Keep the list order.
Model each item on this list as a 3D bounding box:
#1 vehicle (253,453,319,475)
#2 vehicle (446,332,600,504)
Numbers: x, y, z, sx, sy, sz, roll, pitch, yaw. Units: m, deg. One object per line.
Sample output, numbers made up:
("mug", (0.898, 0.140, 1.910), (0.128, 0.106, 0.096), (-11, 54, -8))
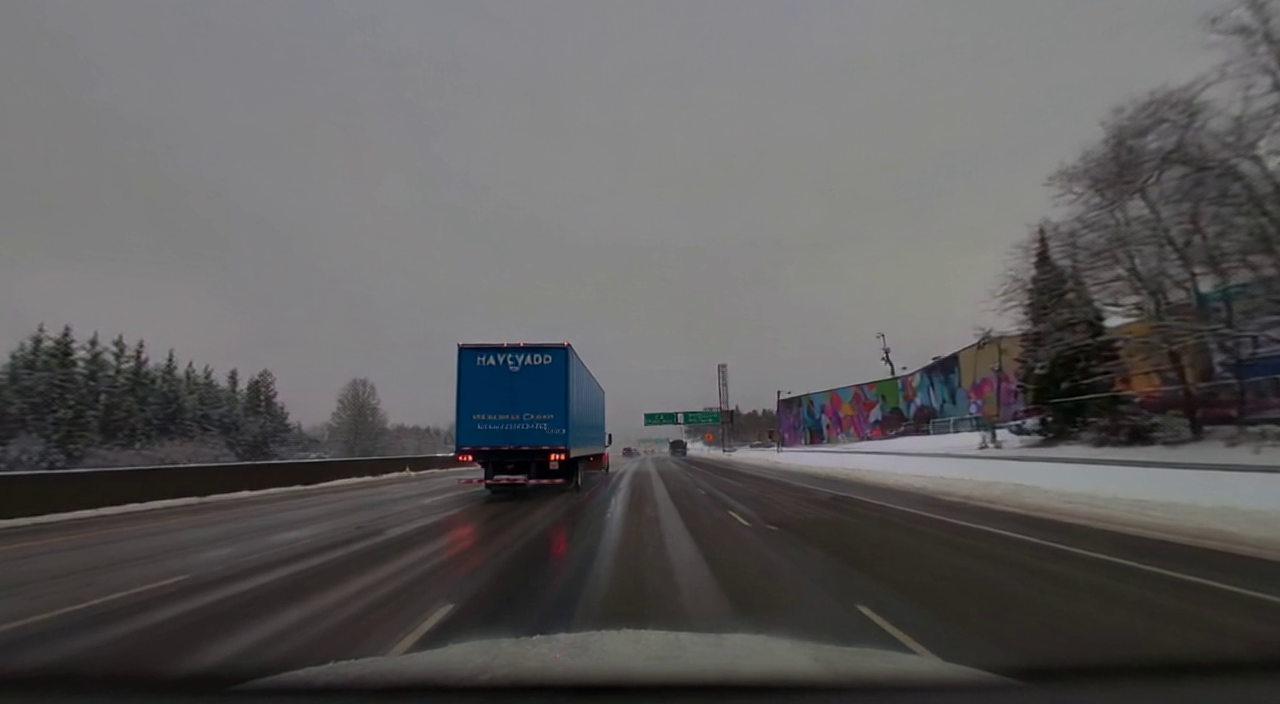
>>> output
("vehicle", (-26.178, 8.260, 46.814), (2.145, 1.501, 4.503), (-1, -8, 3))
("vehicle", (-3.047, 2.132, 19.453), (2.977, 4.048, 8.890), (-1, -8, 0))
